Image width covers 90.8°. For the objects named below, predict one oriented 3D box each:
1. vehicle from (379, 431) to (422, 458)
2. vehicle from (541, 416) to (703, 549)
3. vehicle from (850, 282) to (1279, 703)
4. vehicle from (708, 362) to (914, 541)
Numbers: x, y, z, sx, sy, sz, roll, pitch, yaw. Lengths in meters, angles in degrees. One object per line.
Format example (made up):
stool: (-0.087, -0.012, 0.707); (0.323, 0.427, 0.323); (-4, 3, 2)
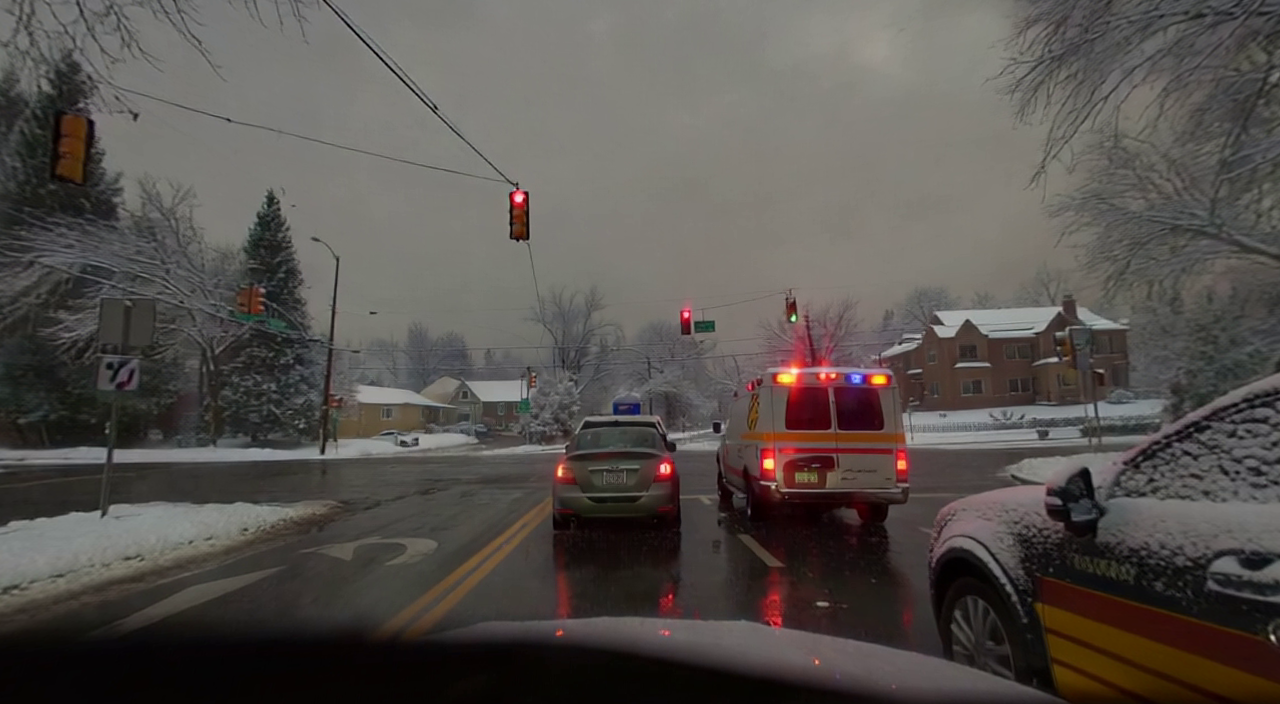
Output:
vehicle: (-17.725, 6.878, 46.868); (2.246, 1.880, 4.454); (1, -8, -12)
vehicle: (-0.269, 1.978, 10.188); (2.114, 1.707, 3.725); (0, -8, -1)
vehicle: (2.854, 0.892, 2.878); (2.194, 1.820, 4.652); (0, -8, 0)
vehicle: (2.880, 1.896, 12.373); (2.406, 2.687, 5.521); (0, -8, 0)
